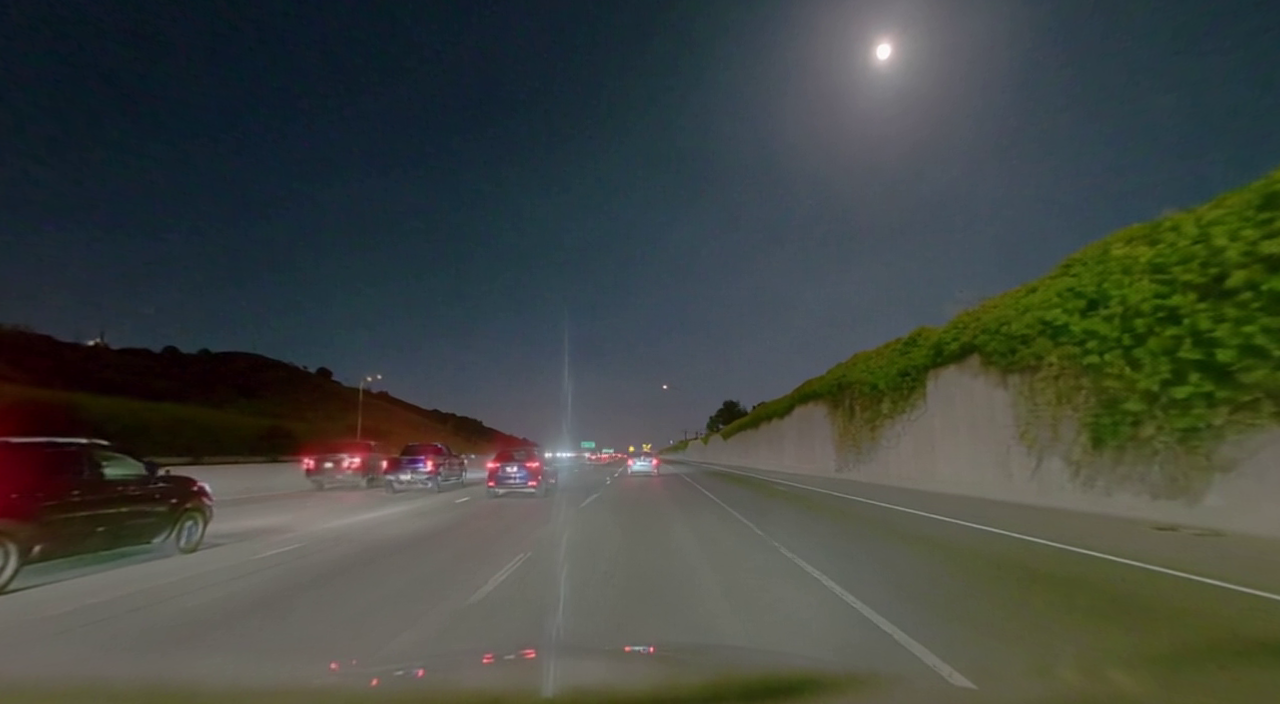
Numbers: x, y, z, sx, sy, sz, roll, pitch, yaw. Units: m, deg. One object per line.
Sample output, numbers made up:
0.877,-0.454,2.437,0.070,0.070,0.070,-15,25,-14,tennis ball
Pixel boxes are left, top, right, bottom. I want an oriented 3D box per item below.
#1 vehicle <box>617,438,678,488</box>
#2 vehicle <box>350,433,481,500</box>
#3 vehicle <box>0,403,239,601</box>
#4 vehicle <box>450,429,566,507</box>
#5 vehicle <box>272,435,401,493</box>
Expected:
0.261,4.362,25.111,2.233,1.804,4.273,0,-9,0,vehicle
-6.916,3.582,20.224,2.108,1.856,5.214,0,-9,2,vehicle
-6.997,1.530,6.772,2.215,1.797,4.666,0,-9,1,vehicle
-3.422,3.117,17.352,2.093,1.820,4.506,0,-9,1,vehicle
-11.209,4.169,23.865,2.013,1.908,5.617,0,-9,1,vehicle
